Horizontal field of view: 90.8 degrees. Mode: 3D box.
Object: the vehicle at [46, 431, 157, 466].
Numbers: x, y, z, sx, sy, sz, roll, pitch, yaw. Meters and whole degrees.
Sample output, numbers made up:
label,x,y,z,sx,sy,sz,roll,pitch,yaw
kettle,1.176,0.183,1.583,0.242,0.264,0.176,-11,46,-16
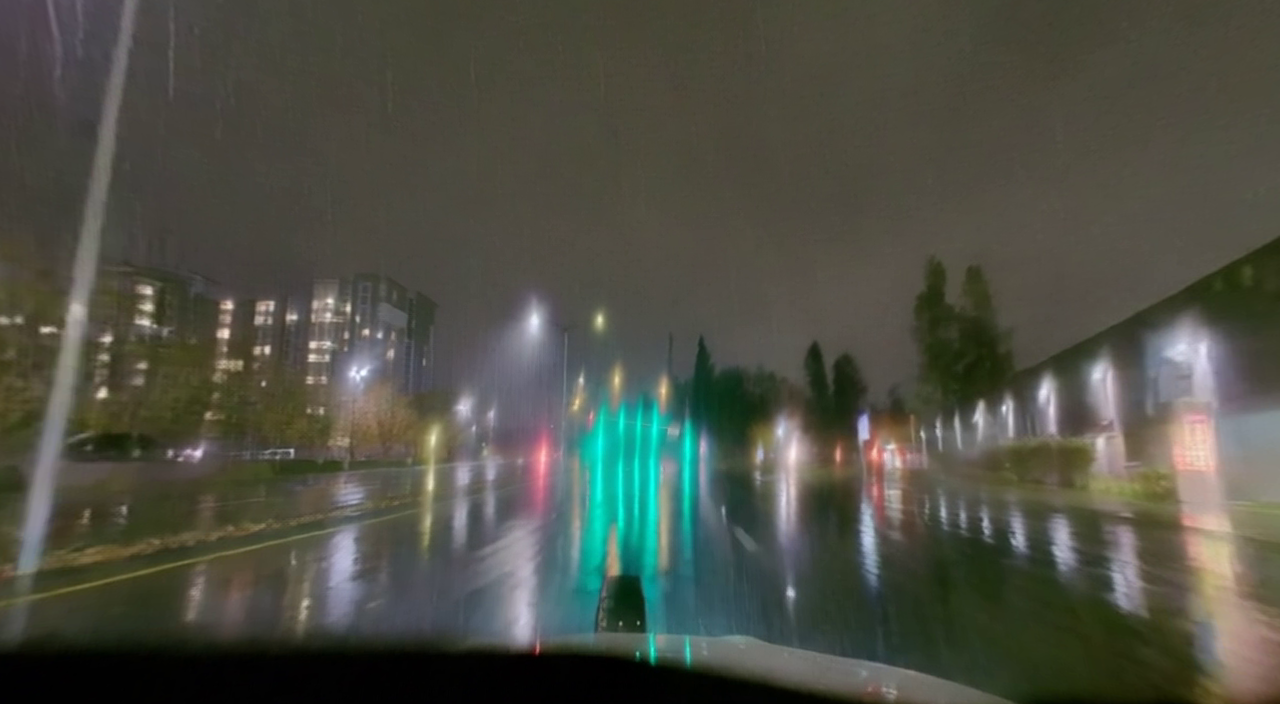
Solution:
label,x,y,z,sx,sy,sz,roll,pitch,yaw
vehicle,-32.918,5.926,38.778,4.579,1.962,2.161,1,-9,-16
